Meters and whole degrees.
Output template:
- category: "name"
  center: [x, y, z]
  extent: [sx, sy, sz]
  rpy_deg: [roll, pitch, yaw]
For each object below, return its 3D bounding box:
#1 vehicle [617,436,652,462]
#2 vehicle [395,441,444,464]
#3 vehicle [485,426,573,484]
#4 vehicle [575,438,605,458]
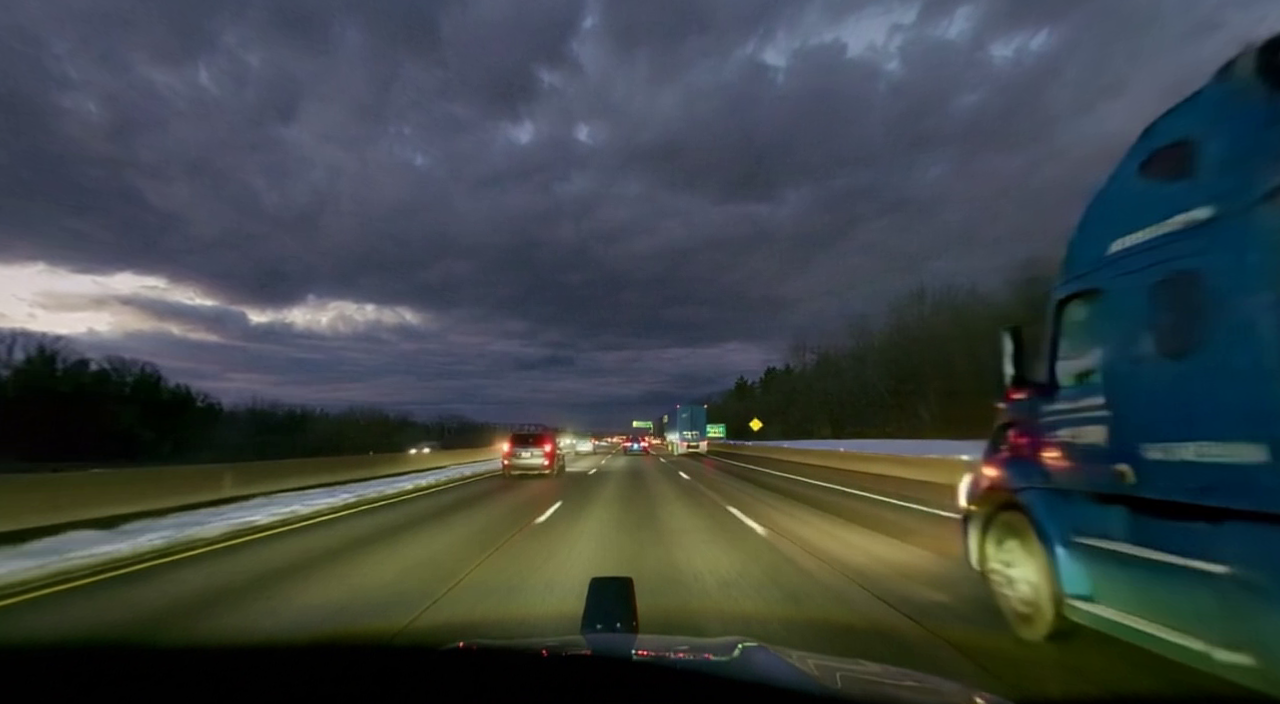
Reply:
- category: "vehicle"
  center: [-0.382, 6.192, 40.384]
  extent: [2.088, 1.567, 4.240]
  rpy_deg: [0, -8, -1]
- category: "vehicle"
  center: [-15.563, 7.106, 44.590]
  extent: [1.862, 1.529, 4.419]
  rpy_deg: [0, -8, 0]
- category: "vehicle"
  center: [-3.505, 3.333, 20.715]
  extent: [2.054, 1.671, 4.445]
  rpy_deg: [0, -8, 0]
- category: "vehicle"
  center: [-3.862, 7.465, 49.095]
  extent: [2.021, 1.514, 4.190]
  rpy_deg: [0, -8, 0]
